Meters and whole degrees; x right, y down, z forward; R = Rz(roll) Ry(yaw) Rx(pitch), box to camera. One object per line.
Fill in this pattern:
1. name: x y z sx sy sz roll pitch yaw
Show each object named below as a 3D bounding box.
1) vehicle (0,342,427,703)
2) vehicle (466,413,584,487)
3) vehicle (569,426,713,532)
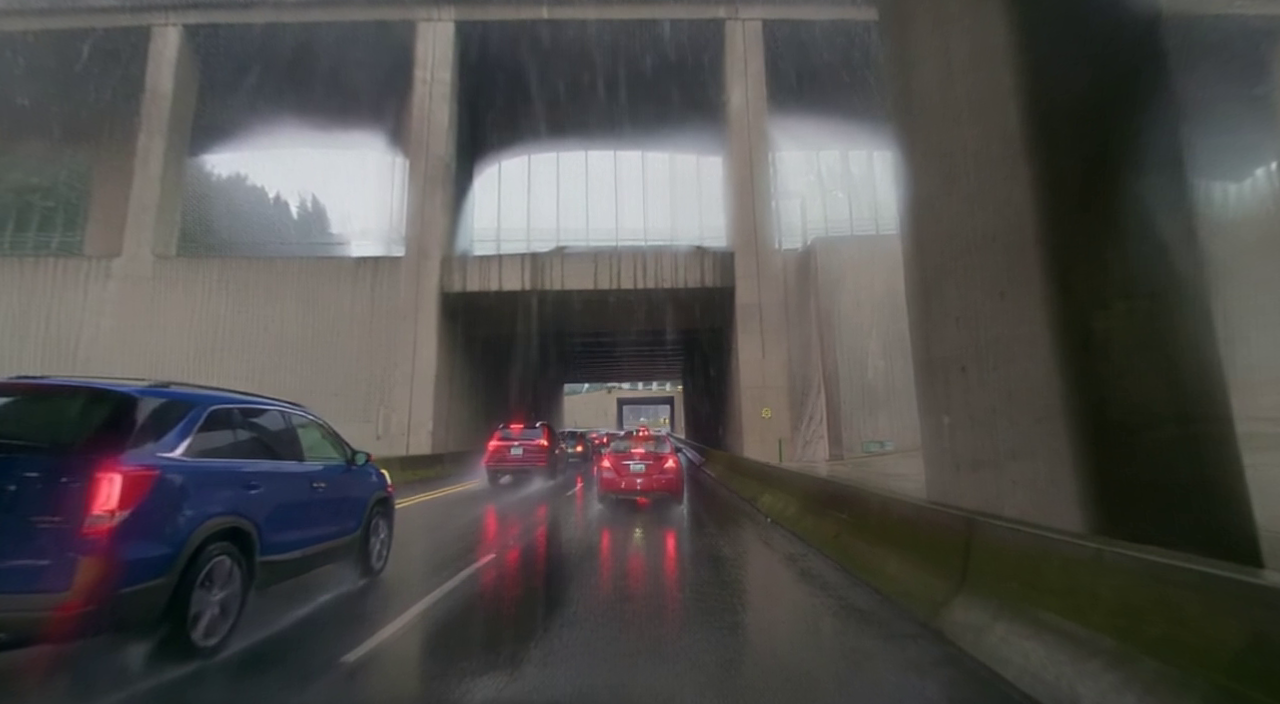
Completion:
1. vehicle: -3.535 1.168 4.974 2.017 1.761 4.572 0 -8 1
2. vehicle: -3.323 3.029 19.644 2.329 1.948 5.800 -1 -8 3
3. vehicle: 0.076 2.099 10.978 2.020 1.478 4.092 0 -8 2
